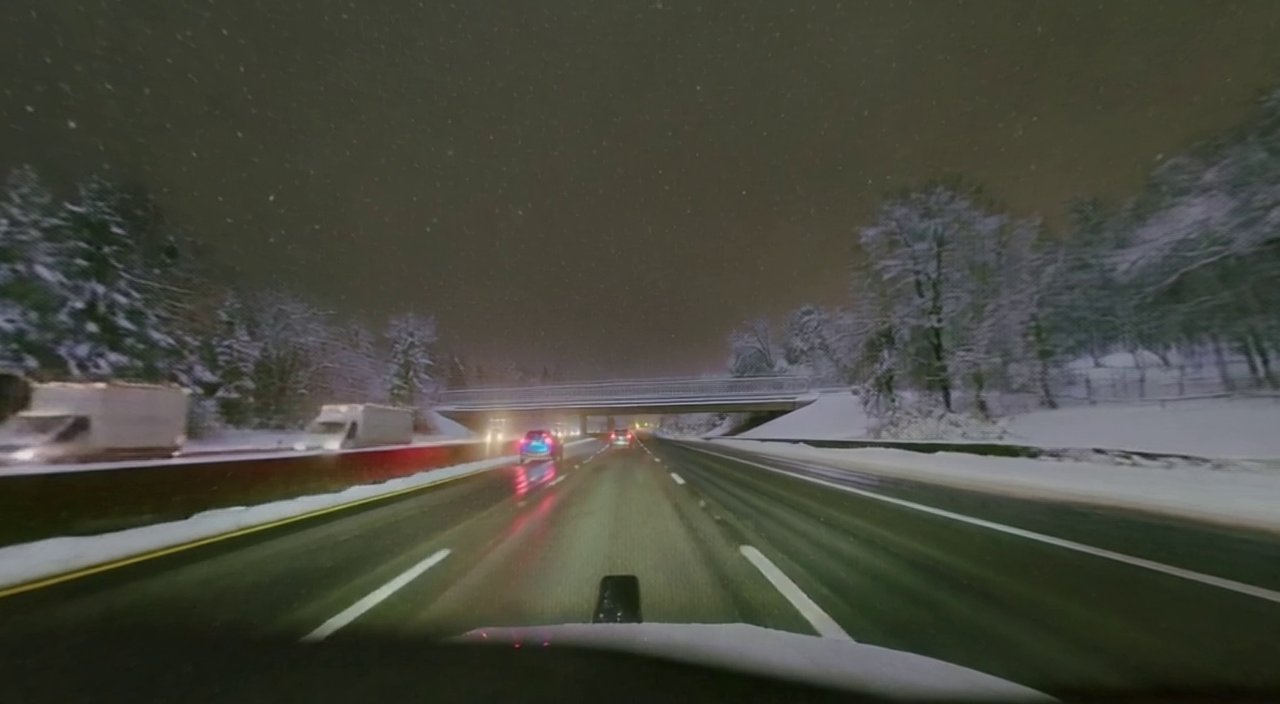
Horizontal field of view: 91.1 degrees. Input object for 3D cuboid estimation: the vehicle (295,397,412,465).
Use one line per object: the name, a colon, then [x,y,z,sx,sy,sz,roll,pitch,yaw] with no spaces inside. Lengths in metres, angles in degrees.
vehicle: [-16.603,4.715,37.330,2.942,3.572,8.438,0,-8,0]

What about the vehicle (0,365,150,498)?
vehicle: [-20.596,2.641,20.983,3.146,3.920,6.327,1,-7,-1]

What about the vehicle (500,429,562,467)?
vehicle: [-4.807,4.299,28.386,2.017,1.537,4.496,0,-8,0]

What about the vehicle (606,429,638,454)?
vehicle: [-1.182,6.107,42.851,2.116,1.625,4.004,0,-8,0]

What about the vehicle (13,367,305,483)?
vehicle: [-20.710,3.486,29.197,2.851,4.082,13.788,0,-8,-1]
